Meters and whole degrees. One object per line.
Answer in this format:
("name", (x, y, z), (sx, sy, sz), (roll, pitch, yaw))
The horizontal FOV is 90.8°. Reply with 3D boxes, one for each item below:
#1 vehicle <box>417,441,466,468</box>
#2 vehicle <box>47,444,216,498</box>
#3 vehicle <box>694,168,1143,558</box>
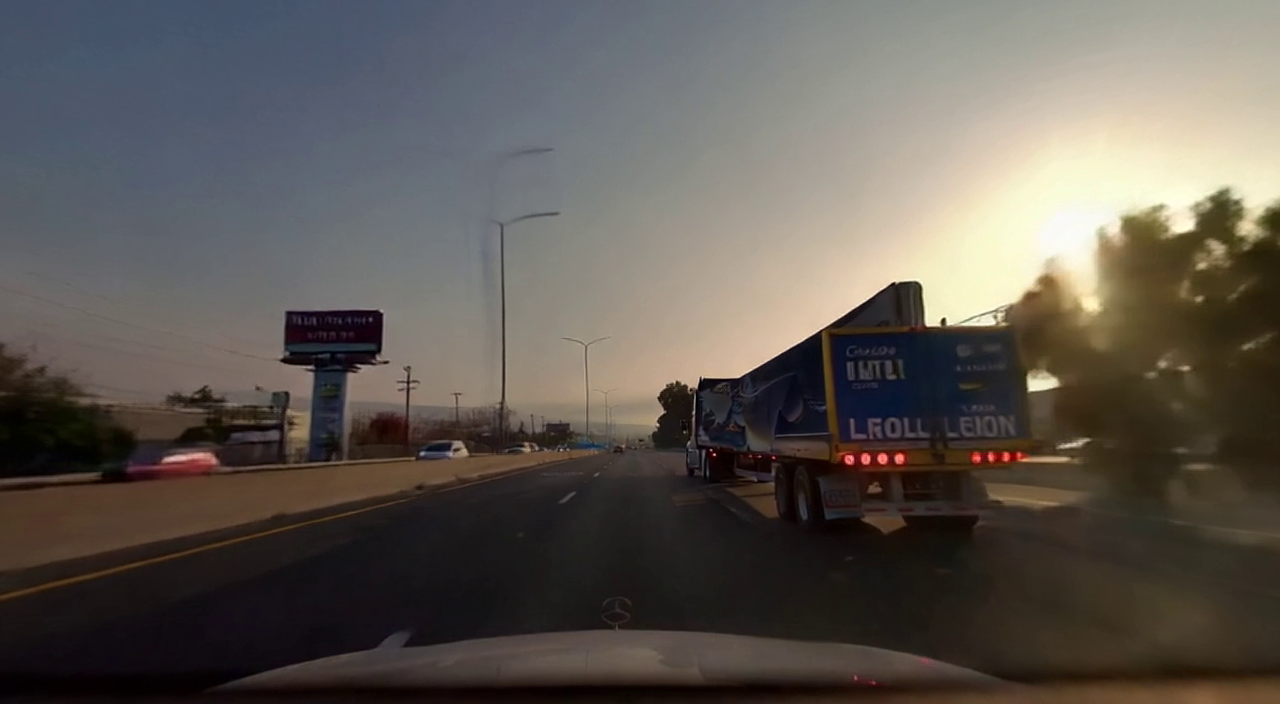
("vehicle", (-10.633, 5.531, 34.105), (1.545, 1.371, 3.313), (0, -9, 0))
("vehicle", (-14.848, 3.458, 18.769), (1.825, 1.400, 3.849), (0, -9, 0))
("vehicle", (3.737, 1.295, 15.549), (2.891, 4.387, 17.121), (0, -9, -2))
